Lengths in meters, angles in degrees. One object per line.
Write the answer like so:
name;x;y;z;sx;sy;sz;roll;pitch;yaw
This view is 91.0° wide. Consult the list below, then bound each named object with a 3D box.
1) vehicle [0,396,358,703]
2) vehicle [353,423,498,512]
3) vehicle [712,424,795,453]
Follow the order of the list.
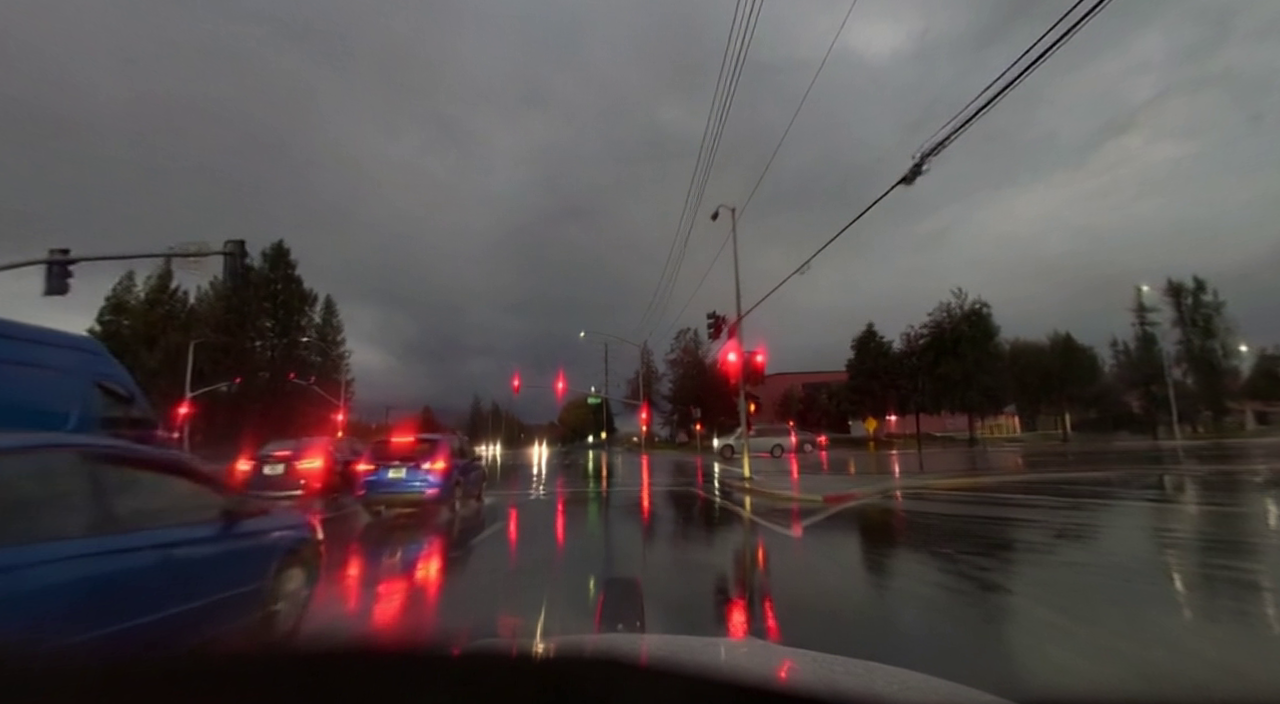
vehicle;-3.550;1.057;3.344;2.019;1.485;4.565;0;-9;-1
vehicle;-4.282;2.366;13.266;1.815;1.569;3.940;1;-9;-3
vehicle;7.007;5.338;38.946;4.884;1.714;2.021;-1;-9;10
